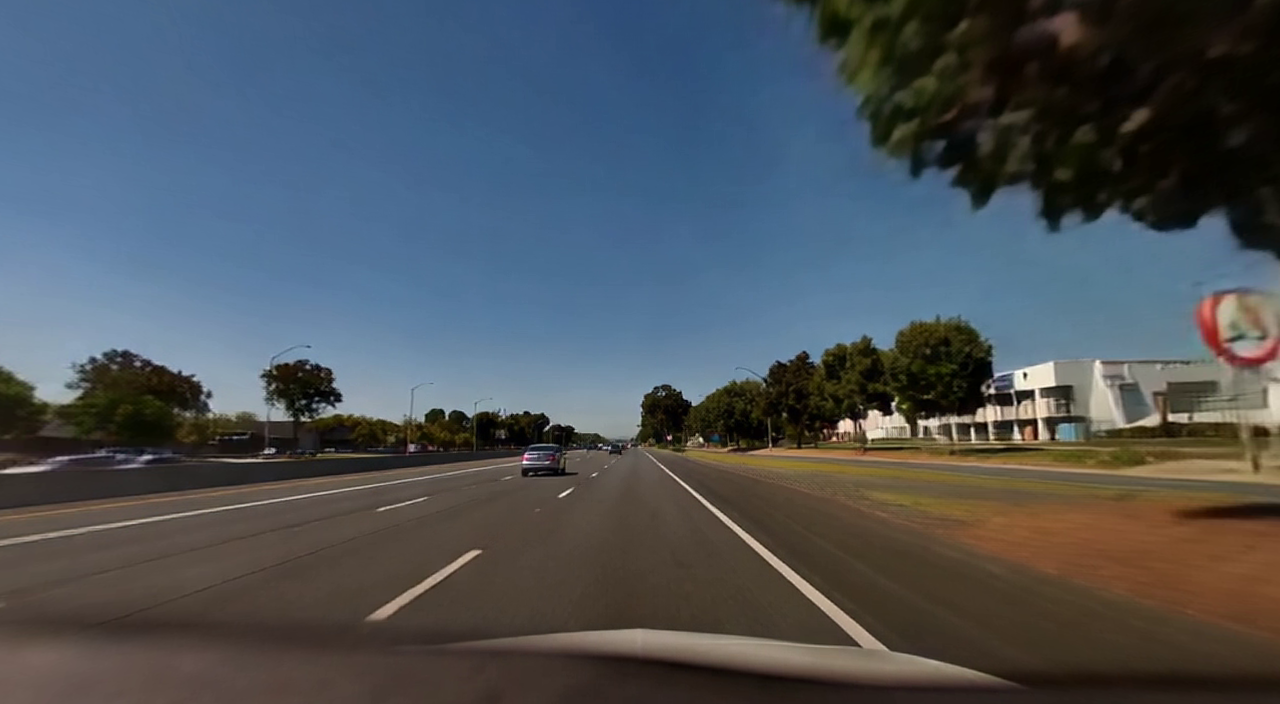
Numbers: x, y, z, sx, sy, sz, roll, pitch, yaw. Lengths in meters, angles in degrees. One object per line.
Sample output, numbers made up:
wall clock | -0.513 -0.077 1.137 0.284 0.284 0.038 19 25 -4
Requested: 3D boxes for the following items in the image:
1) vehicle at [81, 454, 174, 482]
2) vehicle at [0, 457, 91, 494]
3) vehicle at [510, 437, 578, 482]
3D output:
vehicle | -31.986 7.240 39.649 1.907 1.524 4.657 0 -8 1
vehicle | -28.220 5.635 29.130 1.811 1.474 4.446 0 -8 0
vehicle | -4.010 4.578 27.290 2.150 1.761 4.697 0 -8 1
